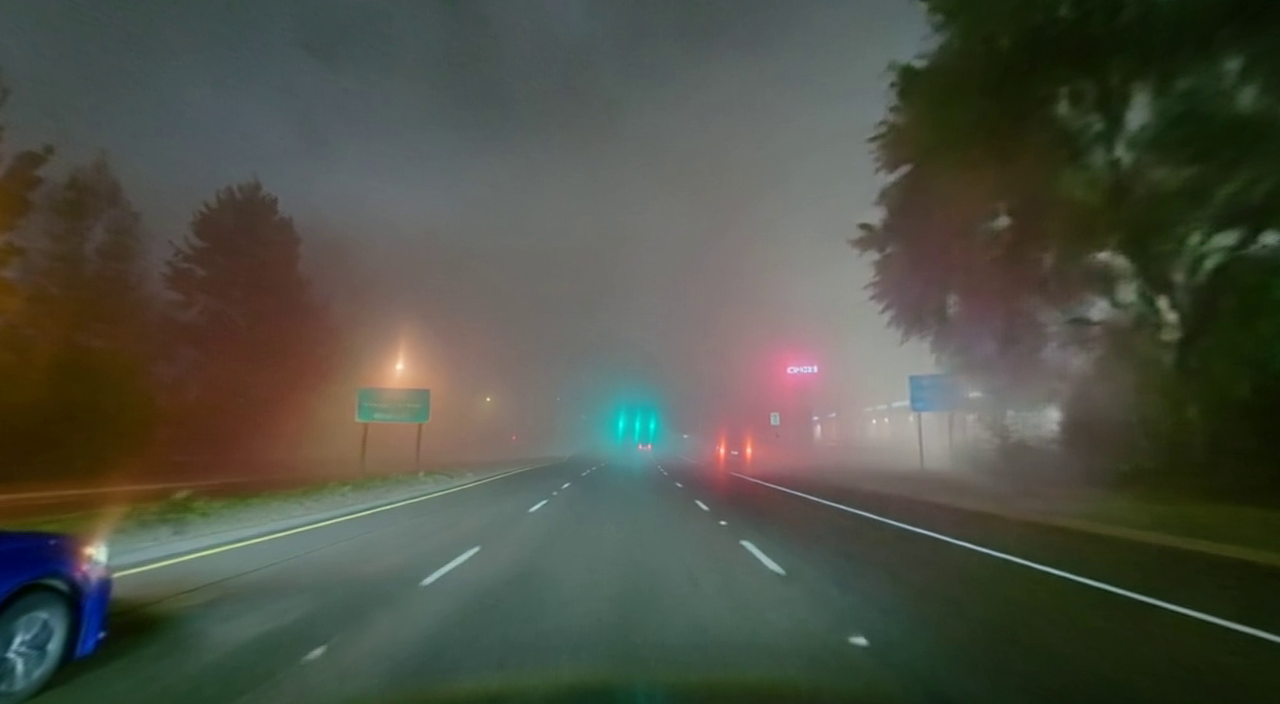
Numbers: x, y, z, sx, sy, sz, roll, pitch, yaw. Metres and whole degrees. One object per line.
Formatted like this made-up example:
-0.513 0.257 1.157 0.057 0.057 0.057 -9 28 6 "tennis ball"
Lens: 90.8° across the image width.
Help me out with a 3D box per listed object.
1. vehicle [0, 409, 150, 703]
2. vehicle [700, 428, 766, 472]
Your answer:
-3.920 0.809 1.521 2.017 1.470 4.293 0 -8 0 "vehicle"
4.568 4.926 32.042 2.476 2.016 5.586 0 -8 0 "vehicle"
